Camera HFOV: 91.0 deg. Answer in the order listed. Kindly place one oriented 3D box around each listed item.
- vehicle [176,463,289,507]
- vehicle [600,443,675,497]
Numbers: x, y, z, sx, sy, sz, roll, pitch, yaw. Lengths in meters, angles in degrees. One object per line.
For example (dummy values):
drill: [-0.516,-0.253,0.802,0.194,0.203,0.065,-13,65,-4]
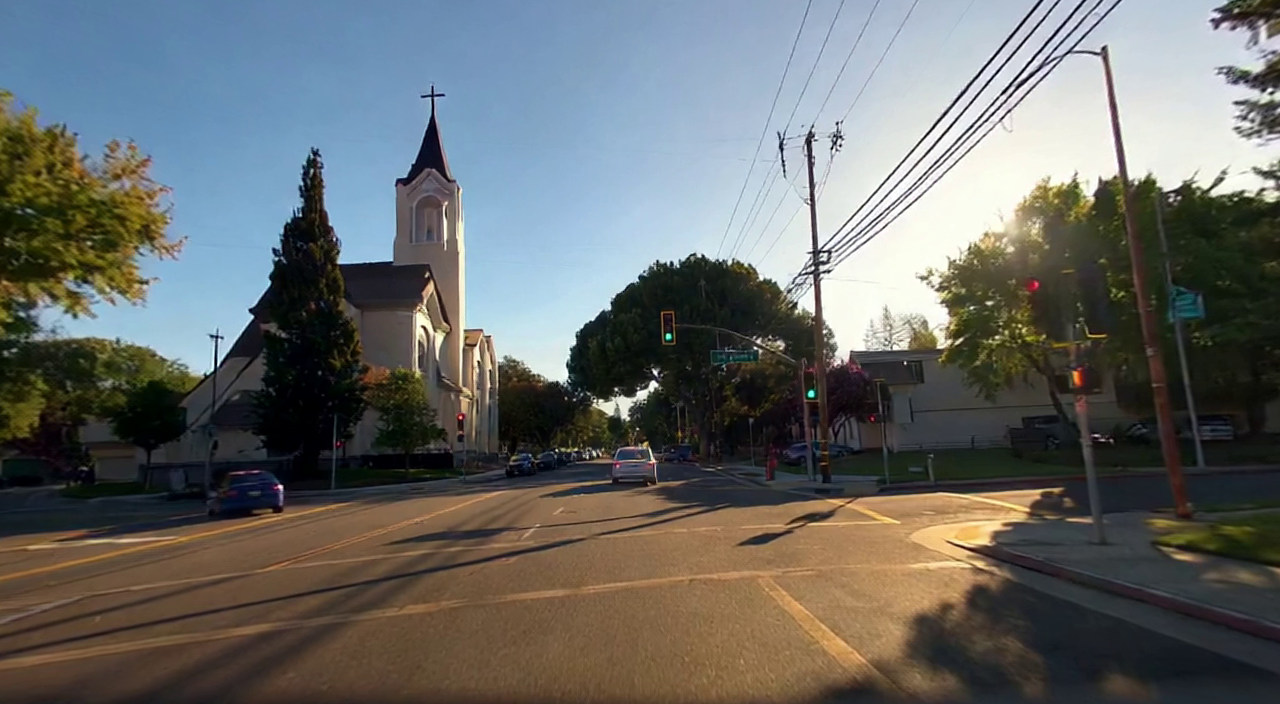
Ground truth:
vehicle: [-15.730,5.066,24.305,3.578,1.488,1.930,-4,-10,25]
vehicle: [-0.103,3.601,19.604,2.093,1.497,4.010,0,-9,-1]
